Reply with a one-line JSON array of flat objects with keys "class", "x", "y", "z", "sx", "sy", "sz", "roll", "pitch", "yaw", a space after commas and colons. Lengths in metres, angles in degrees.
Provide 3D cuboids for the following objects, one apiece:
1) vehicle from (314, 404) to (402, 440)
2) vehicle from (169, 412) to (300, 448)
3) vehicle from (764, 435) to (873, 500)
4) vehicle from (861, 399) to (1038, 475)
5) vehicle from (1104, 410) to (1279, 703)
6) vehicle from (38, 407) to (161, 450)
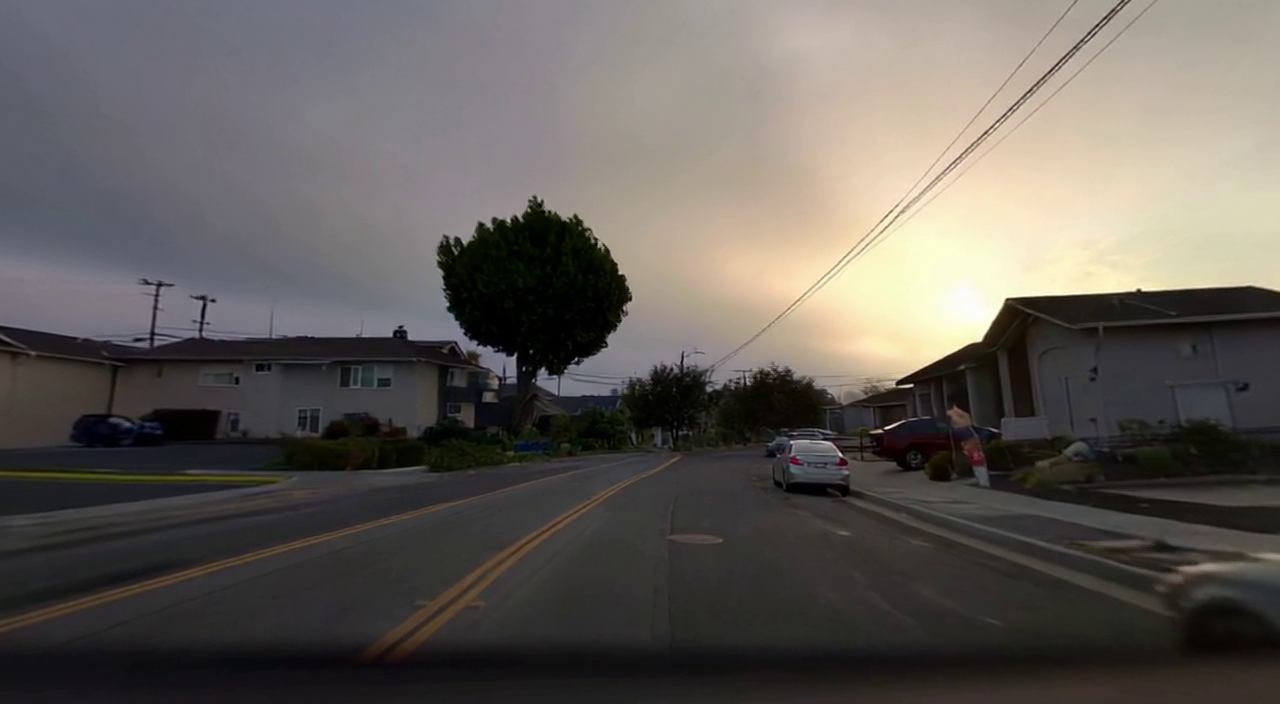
[{"class": "vehicle", "x": -15.592, "y": 3.843, "z": 34.960, "sx": 4.054, "sy": 1.565, "sz": 1.719, "roll": -4, "pitch": 1, "yaw": 8}, {"class": "vehicle", "x": -17.433, "y": 3.407, "z": 27.279, "sx": 4.407, "sy": 1.478, "sz": 1.973, "roll": -1, "pitch": -9, "yaw": 7}, {"class": "vehicle", "x": 4.510, "y": 2.955, "z": 16.557, "sx": 1.947, "sy": 1.479, "sz": 3.743, "roll": -1, "pitch": -9, "yaw": 3}, {"class": "vehicle", "x": 9.704, "y": 2.749, "z": 20.179, "sx": 4.387, "sy": 1.812, "sz": 2.018, "roll": -7, "pitch": -10, "yaw": 5}, {"class": "vehicle", "x": 3.262, "y": 0.790, "z": 1.393, "sx": 1.665, "sy": 1.425, "sz": 3.727, "roll": 0, "pitch": -9, "yaw": 1}, {"class": "vehicle", "x": -26.510, "y": 3.706, "z": 31.221, "sx": 1.861, "sy": 1.795, "sz": 4.302, "roll": 2, "pitch": -4, "yaw": 10}]
